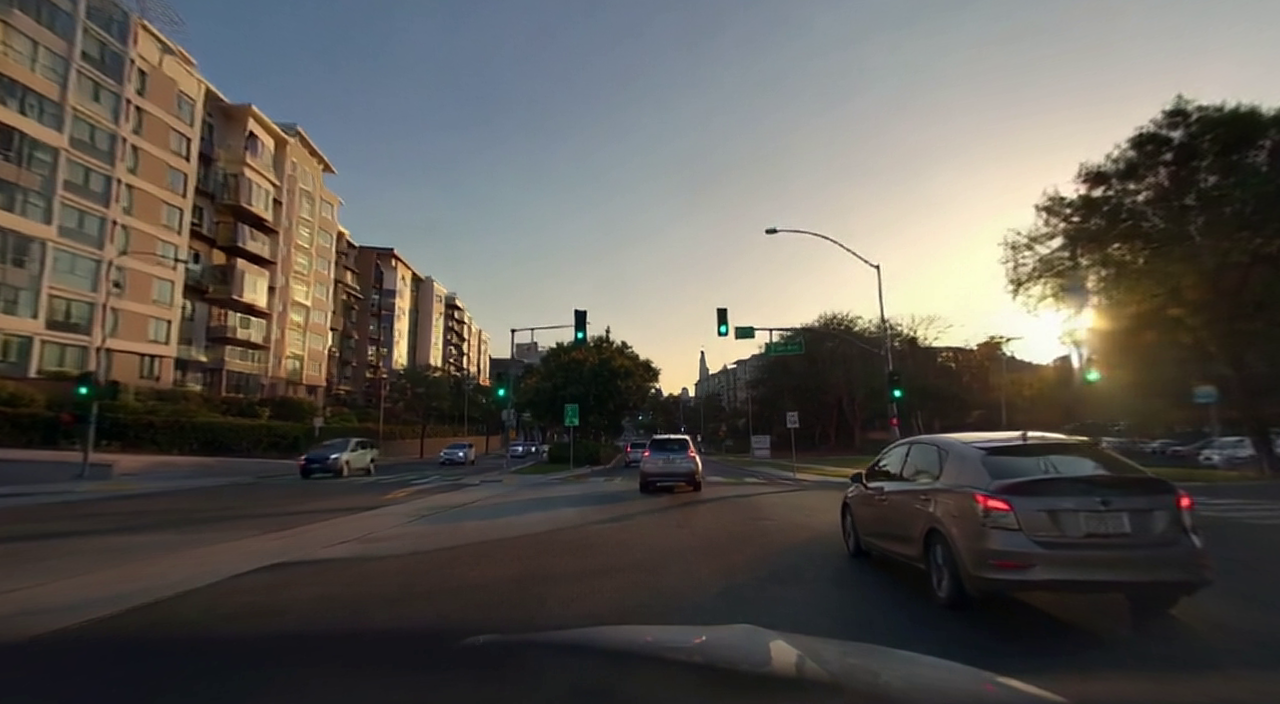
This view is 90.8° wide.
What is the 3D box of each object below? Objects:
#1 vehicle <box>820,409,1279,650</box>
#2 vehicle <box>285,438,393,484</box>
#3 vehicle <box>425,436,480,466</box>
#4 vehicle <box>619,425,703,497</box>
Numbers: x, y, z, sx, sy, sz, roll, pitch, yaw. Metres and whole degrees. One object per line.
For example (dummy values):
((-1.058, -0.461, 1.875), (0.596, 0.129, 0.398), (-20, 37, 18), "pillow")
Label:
((3.387, 1.505, 6.419), (1.906, 1.608, 4.137), (0, -8, 0), "vehicle")
((-12.535, 4.548, 26.756), (1.964, 1.712, 5.236), (0, -8, 0), "vehicle")
((-12.430, 6.594, 42.212), (2.076, 1.836, 4.847), (0, -8, 1), "vehicle")
((0.728, 3.267, 19.366), (2.206, 1.858, 5.332), (-1, -8, 4), "vehicle")
